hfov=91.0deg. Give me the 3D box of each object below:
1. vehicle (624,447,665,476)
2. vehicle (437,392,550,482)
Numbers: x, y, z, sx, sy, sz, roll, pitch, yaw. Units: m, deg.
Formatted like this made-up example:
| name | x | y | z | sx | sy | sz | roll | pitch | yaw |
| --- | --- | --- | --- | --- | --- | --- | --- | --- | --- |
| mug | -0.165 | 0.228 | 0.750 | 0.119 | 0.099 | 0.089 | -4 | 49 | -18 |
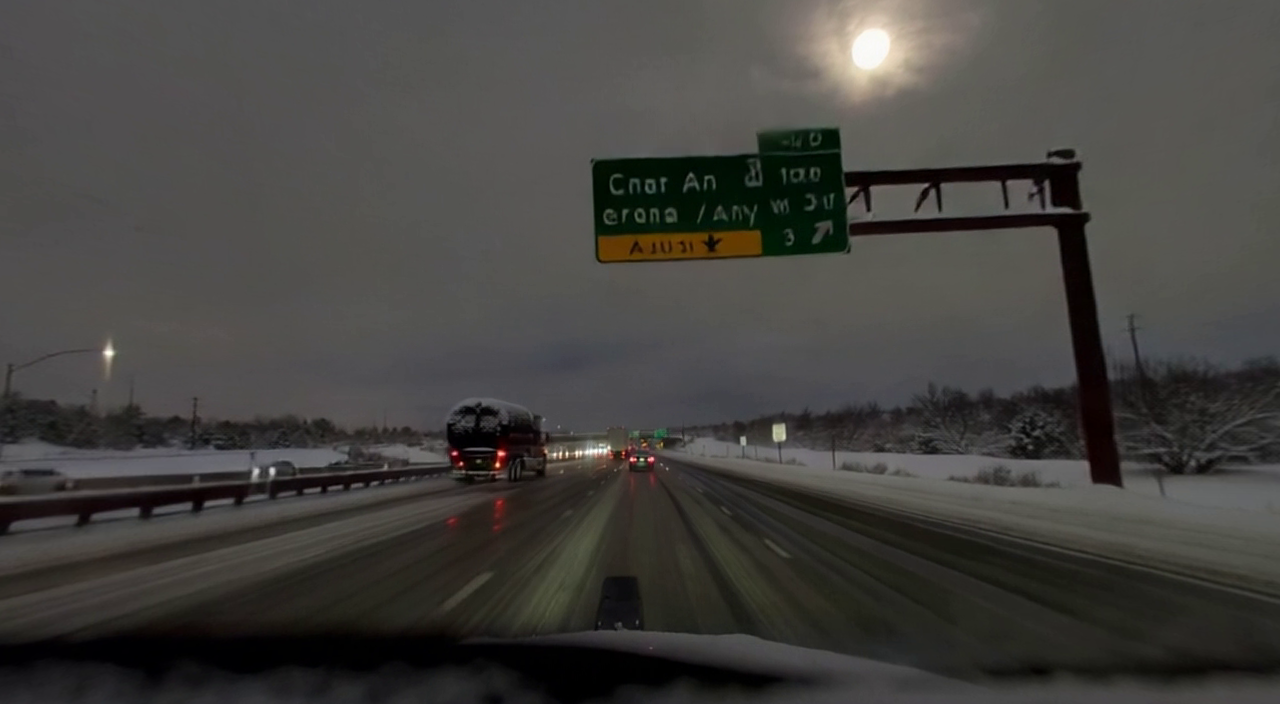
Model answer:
| name | x | y | z | sx | sy | sz | roll | pitch | yaw |
| --- | --- | --- | --- | --- | --- | --- | --- | --- | --- |
| vehicle | 0.200 | 5.867 | 33.970 | 2.066 | 1.469 | 4.050 | 0 | -9 | -1 |
| vehicle | -7.055 | 4.499 | 32.542 | 3.067 | 3.804 | 11.136 | 0 | -9 | 0 |
